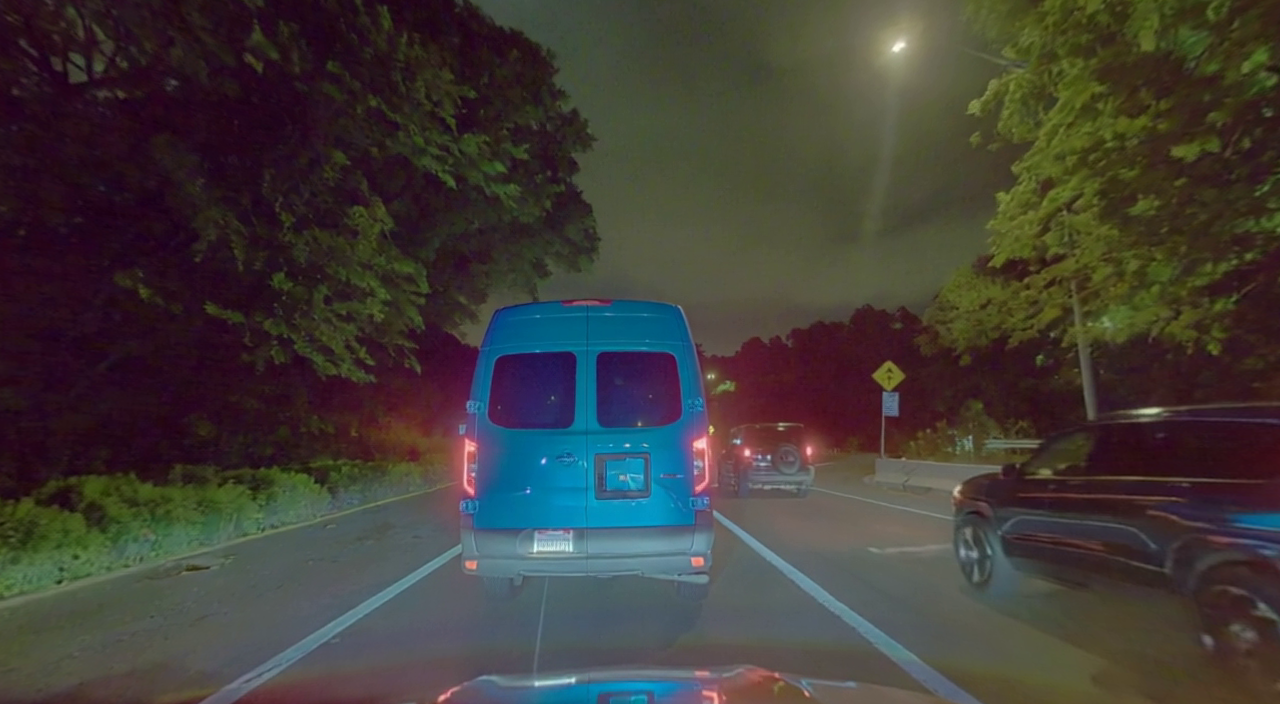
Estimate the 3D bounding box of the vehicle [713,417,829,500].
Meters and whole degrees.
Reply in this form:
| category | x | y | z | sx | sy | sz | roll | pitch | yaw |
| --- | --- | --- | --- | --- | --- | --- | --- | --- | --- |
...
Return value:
| category | x | y | z | sx | sy | sz | roll | pitch | yaw |
| --- | --- | --- | --- | --- | --- | --- | --- | --- | --- |
| vehicle | 3.249 | 2.741 | 16.546 | 1.988 | 1.873 | 3.968 | 0 | -9 | -3 |

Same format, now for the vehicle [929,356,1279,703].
| category | x | y | z | sx | sy | sz | roll | pitch | yaw |
| --- | --- | --- | --- | --- | --- | --- | --- | --- | --- |
| vehicle | 4.101 | 1.041 | 4.198 | 2.024 | 1.692 | 4.696 | 0 | -8 | -2 |

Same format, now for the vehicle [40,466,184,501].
| category | x | y | z | sx | sy | sz | roll | pitch | yaw |
| --- | --- | --- | --- | --- | --- | --- | --- | --- | --- |
| vehicle | -24.371 | 6.067 | 29.306 | 4.726 | 1.456 | 1.873 | 1 | -9 | -8 |

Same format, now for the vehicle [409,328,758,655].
| category | x | y | z | sx | sy | sz | roll | pitch | yaw |
| --- | --- | --- | --- | --- | --- | --- | --- | --- | --- |
| vehicle | -0.348 | 1.174 | 6.170 | 2.145 | 2.046 | 4.309 | 0 | -9 | 0 |
